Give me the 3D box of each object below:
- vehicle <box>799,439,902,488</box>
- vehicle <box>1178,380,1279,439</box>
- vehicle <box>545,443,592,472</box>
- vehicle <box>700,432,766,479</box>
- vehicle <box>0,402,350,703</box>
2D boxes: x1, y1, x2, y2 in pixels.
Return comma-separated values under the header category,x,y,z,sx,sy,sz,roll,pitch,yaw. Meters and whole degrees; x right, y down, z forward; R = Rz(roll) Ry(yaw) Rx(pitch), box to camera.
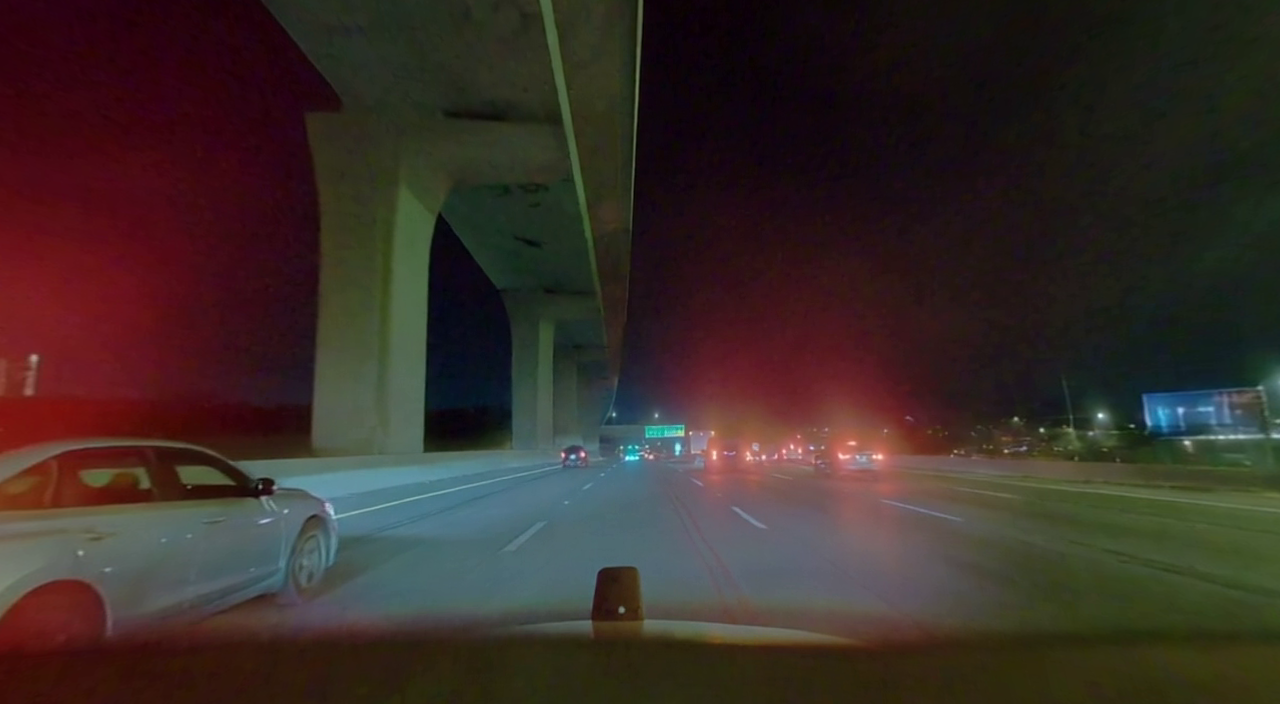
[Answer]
category,x,y,z,sx,sy,sz,roll,pitch,yaw
vehicle,7.005,3.742,21.573,1.989,1.472,4.322,0,-8,-1
vehicle,44.730,4.532,47.065,2.883,3.685,12.599,-3,-9,21
vehicle,-3.827,5.724,34.543,2.047,1.464,4.387,0,-8,0
vehicle,3.752,4.261,26.213,2.072,1.761,4.242,0,-8,-1
vehicle,-3.618,1.055,3.277,1.997,1.476,4.703,0,-8,0
